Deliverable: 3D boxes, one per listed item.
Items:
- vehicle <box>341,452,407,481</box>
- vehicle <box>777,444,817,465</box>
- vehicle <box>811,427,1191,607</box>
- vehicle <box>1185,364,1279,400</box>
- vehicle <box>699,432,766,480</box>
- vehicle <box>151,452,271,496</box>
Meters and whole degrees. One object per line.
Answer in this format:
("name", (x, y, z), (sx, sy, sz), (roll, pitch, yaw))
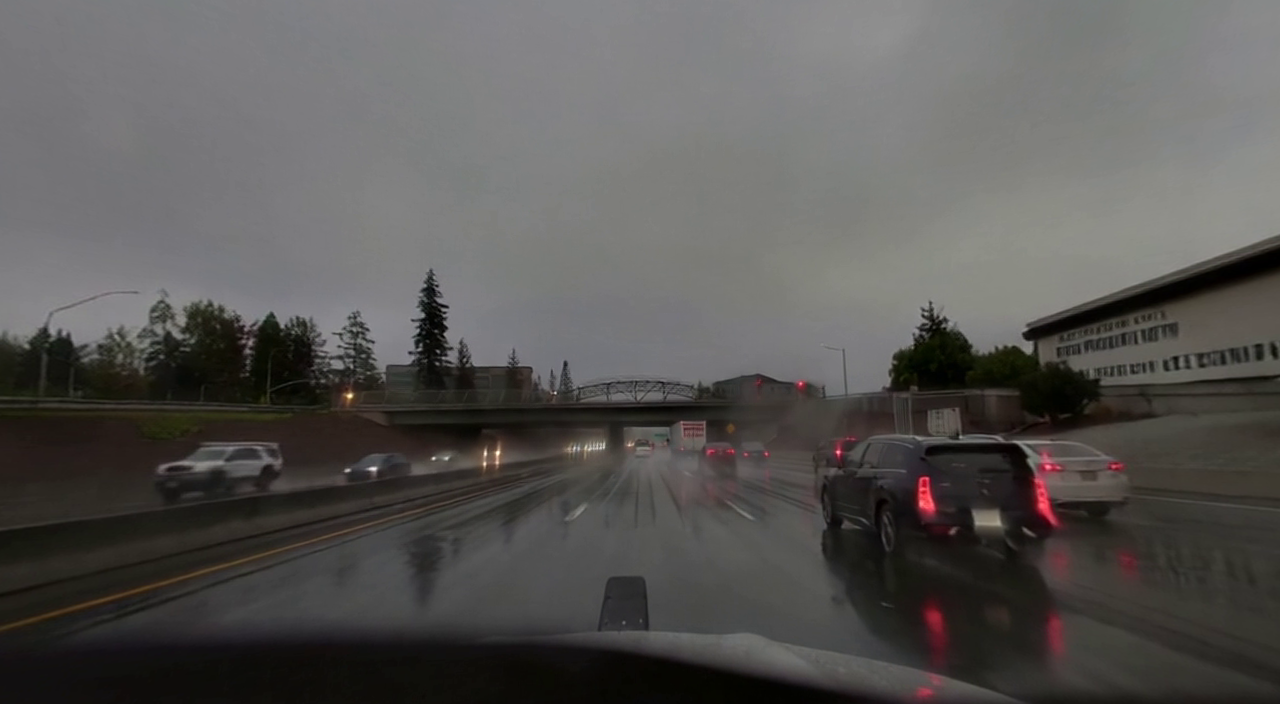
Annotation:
("vehicle", (-15.272, 6.590, 36.501), (1.864, 1.480, 4.473), (0, -8, 1))
("vehicle", (11.683, 7.639, 47.074), (1.926, 1.451, 3.936), (0, -8, -1))
("vehicle", (3.636, 1.708, 7.560), (1.902, 1.481, 4.451), (0, -8, 0))
("vehicle", (36.218, 1.909, 38.282), (2.024, 1.757, 4.696), (-1, -8, 1))
("vehicle", (3.855, 4.445, 27.130), (2.086, 1.858, 4.737), (0, -8, -1))
("vehicle", (-18.368, 5.218, 27.327), (2.027, 1.666, 4.508), (0, -8, 0))
